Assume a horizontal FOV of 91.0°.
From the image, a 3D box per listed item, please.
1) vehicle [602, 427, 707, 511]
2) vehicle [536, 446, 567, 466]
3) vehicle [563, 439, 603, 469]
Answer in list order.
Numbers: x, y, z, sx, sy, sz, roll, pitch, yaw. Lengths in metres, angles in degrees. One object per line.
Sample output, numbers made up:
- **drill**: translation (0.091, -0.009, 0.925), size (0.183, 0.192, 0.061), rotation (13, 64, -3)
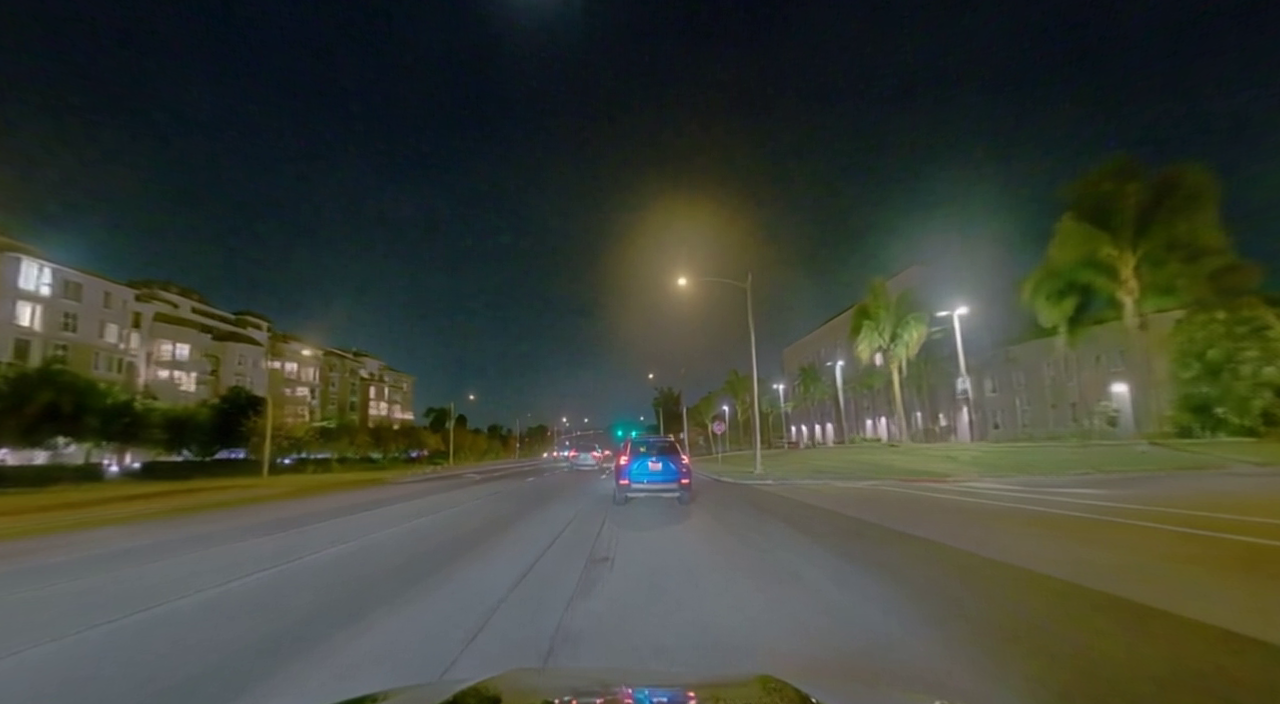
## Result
- **vehicle**: translation (0.242, 2.757, 15.269), size (2.198, 1.706, 4.166), rotation (0, -9, -2)
- **vehicle**: translation (-6.959, 8.214, 49.978), size (1.910, 1.484, 3.980), rotation (0, -9, 0)
- **vehicle**: translation (-3.721, 6.751, 41.839), size (2.169, 1.796, 4.821), rotation (0, -9, 1)
